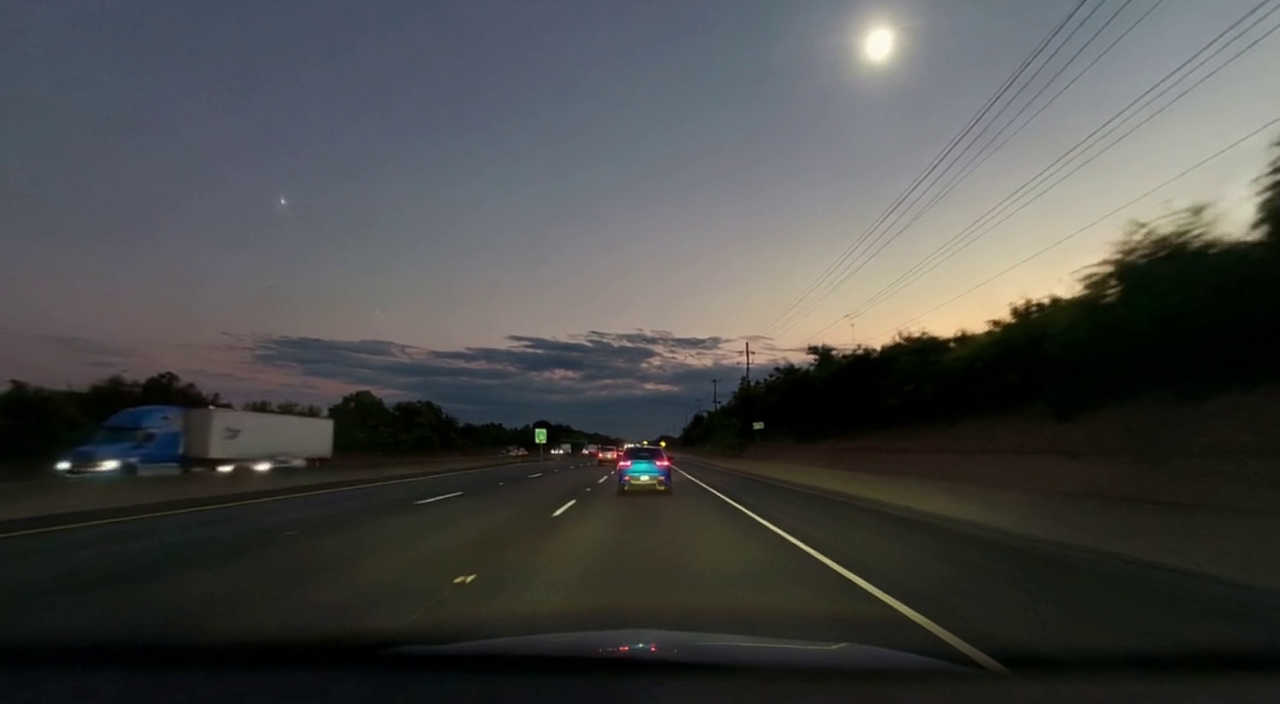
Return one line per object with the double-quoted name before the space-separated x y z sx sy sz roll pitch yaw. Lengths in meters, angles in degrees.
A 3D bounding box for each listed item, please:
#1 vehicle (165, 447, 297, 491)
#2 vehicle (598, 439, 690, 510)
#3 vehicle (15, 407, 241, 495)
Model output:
"vehicle" -15.731 4.496 24.612 1.985 1.504 4.648 0 -9 1
"vehicle" 0.077 2.969 15.703 1.966 1.499 4.298 0 -9 0
"vehicle" -23.984 4.789 30.578 2.966 3.582 9.355 0 -9 0
